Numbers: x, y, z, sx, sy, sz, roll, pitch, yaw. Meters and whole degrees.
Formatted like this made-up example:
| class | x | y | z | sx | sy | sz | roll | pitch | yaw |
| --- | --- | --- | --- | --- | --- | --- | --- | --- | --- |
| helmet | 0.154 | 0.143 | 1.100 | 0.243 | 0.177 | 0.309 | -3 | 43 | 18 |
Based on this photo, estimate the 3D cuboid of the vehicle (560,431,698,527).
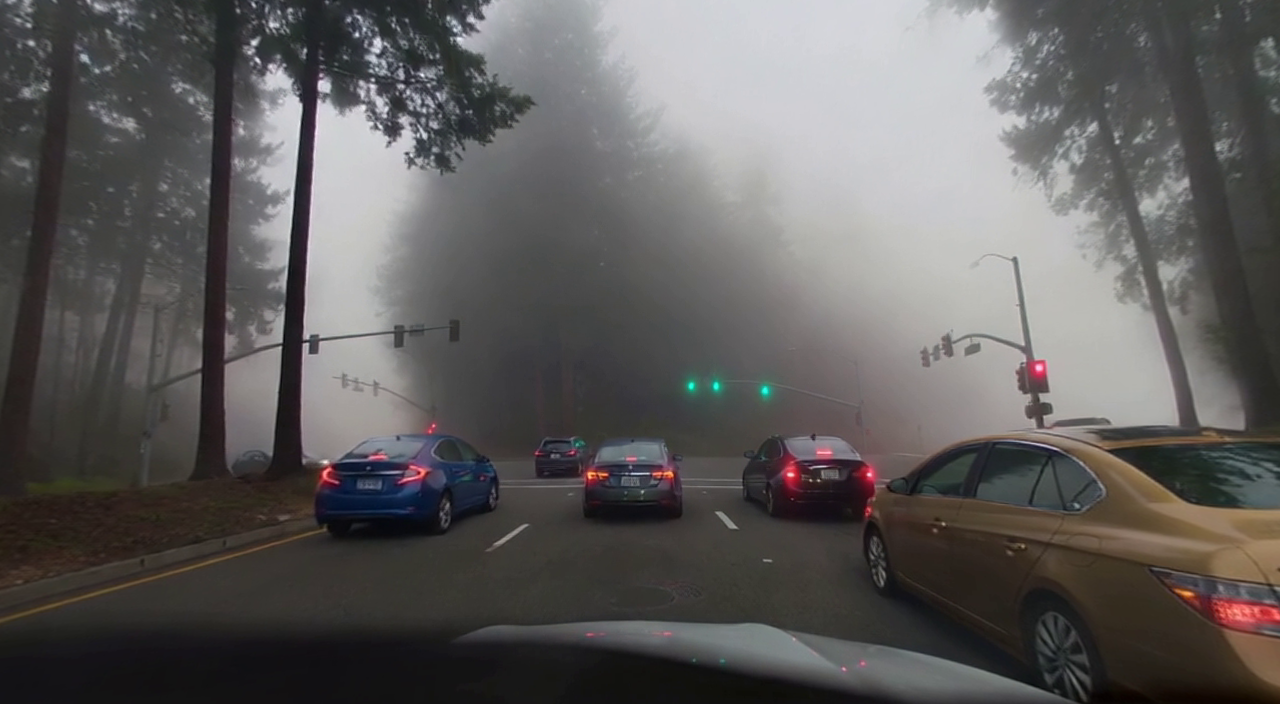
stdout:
| class | x | y | z | sx | sy | sz | roll | pitch | yaw |
| --- | --- | --- | --- | --- | --- | --- | --- | --- | --- |
| vehicle | -0.180 | 2.263 | 11.776 | 2.147 | 1.479 | 3.803 | 0 | -8 | 0 |

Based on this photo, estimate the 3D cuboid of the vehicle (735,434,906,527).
| class | x | y | z | sx | sy | sz | roll | pitch | yaw |
| --- | --- | --- | --- | --- | --- | --- | --- | --- | --- |
| vehicle | 3.181 | 2.327 | 12.162 | 1.975 | 1.460 | 4.357 | 0 | -8 | 0 |

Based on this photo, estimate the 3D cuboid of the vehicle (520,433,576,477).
| class | x | y | z | sx | sy | sz | roll | pitch | yaw |
| --- | --- | --- | --- | --- | --- | --- | --- | --- | --- |
| vehicle | -3.802 | 4.341 | 26.787 | 1.961 | 1.714 | 4.268 | 0 | -8 | -3 |

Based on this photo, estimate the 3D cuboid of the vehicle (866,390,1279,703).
| class | x | y | z | sx | sy | sz | roll | pitch | yaw |
| --- | --- | --- | --- | --- | --- | --- | --- | --- | --- |
| vehicle | 3.135 | 1.134 | 3.894 | 1.903 | 1.480 | 4.270 | 0 | -8 | 0 |

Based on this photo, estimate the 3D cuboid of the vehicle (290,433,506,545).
| class | x | y | z | sx | sy | sz | roll | pitch | yaw |
| --- | --- | --- | --- | --- | --- | --- | --- | --- | --- |
| vehicle | -3.755 | 2.185 | 10.794 | 1.935 | 1.482 | 4.433 | 0 | -8 | 0 |
